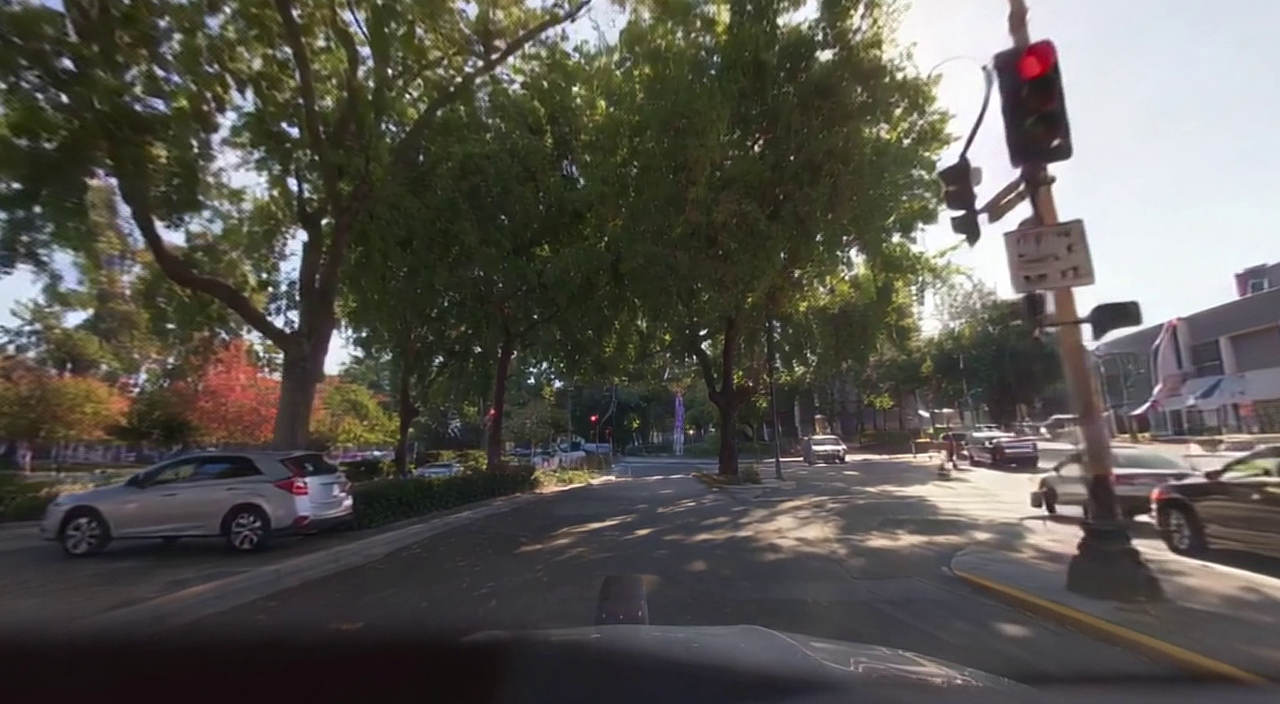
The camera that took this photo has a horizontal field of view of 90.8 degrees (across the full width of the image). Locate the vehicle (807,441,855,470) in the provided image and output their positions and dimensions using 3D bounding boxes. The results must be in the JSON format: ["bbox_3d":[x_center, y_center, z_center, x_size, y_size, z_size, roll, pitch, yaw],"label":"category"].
[{"bbox_3d":[10.864,5.887,36.278,2.061,1.519,4.794,-2,-8,10],"label":"vehicle"}]

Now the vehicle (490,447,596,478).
[{"bbox_3d":[-4.832,5.500,31.723,4.792,1.468,2.116,-2,-9,13],"label":"vehicle"}]

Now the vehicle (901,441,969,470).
[{"bbox_3d":[15.975,5.611,34.471,1.951,1.491,4.359,-1,-8,6],"label":"vehicle"}]

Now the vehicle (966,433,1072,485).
[{"bbox_3d":[13.444,3.803,22.736,1.921,1.657,4.400,-2,-9,13],"label":"vehicle"}]

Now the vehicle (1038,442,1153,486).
[{"bbox_3d":[15.834,3.889,22.235,1.936,1.391,3.874,-2,-9,15],"label":"vehicle"}]

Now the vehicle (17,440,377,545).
[{"bbox_3d":[-6.794,2.158,10.048,4.376,1.476,1.791,0,-8,2],"label":"vehicle"}]
